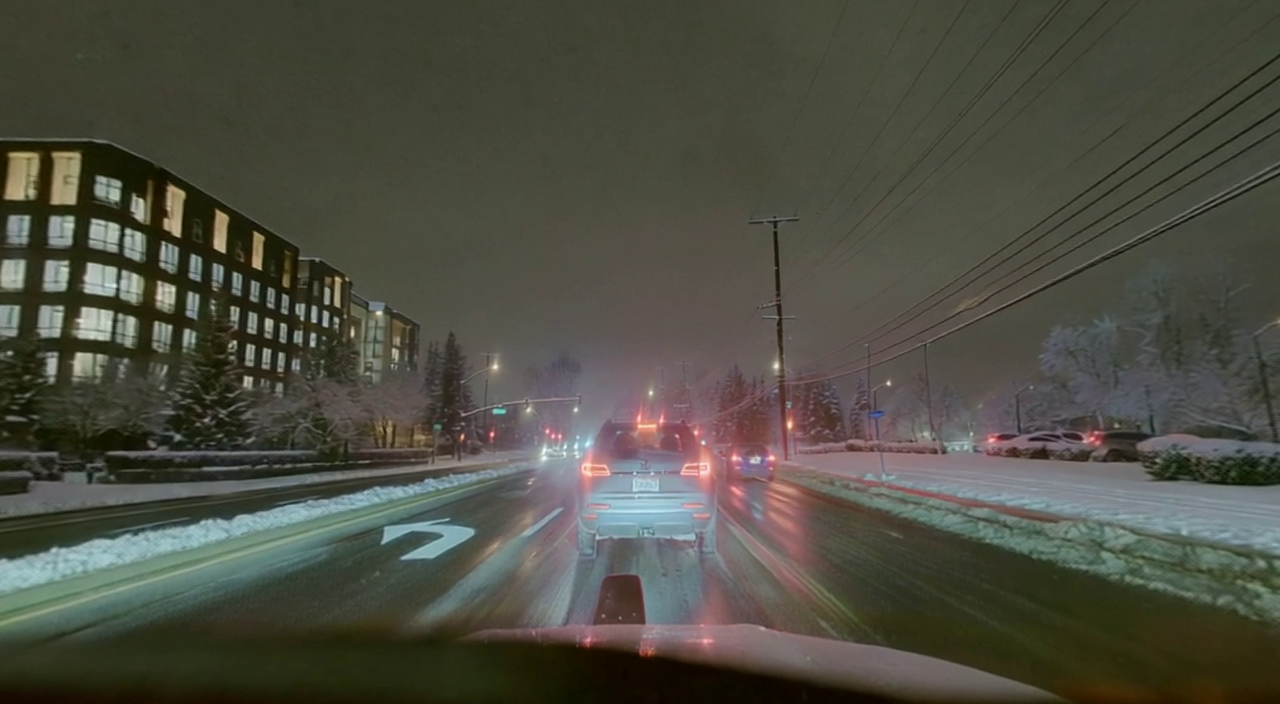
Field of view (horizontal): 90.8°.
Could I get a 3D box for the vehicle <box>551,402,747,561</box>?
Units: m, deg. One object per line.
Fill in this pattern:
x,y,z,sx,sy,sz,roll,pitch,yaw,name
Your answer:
0.102,1.787,9.347,2.189,1.776,4.342,0,-9,0,vehicle
